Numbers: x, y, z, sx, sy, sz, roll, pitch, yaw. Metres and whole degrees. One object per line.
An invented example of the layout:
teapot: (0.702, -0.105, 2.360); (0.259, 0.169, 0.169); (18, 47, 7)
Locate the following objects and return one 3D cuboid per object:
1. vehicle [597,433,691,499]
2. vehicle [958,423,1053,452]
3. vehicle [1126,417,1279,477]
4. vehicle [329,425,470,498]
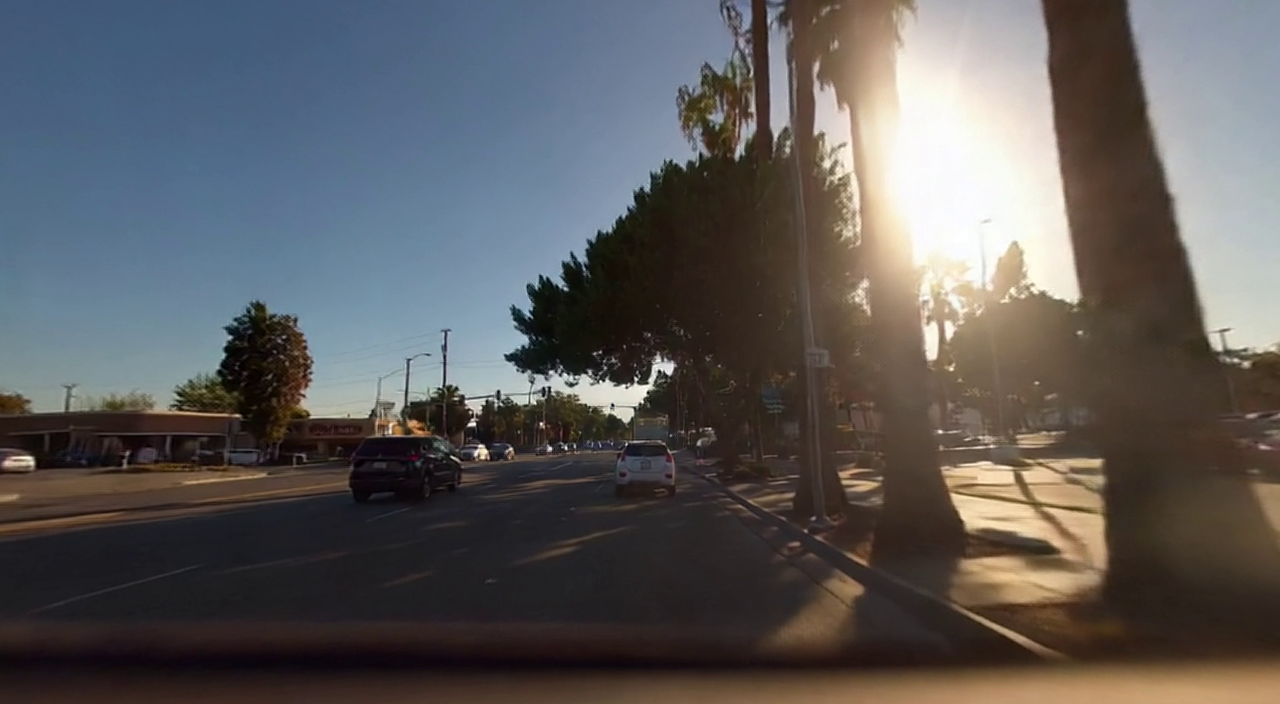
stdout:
vehicle: (0.091, 2.937, 16.573); (2.145, 1.483, 4.453); (0, -8, 0)
vehicle: (26.500, 6.194, 45.627); (5.769, 1.925, 2.364); (1, -7, -13)
vehicle: (16.691, 2.726, 18.113); (1.902, 1.502, 4.395); (0, -8, 3)
vehicle: (-6.330, 2.939, 17.207); (2.057, 1.705, 4.394); (0, -8, 1)
